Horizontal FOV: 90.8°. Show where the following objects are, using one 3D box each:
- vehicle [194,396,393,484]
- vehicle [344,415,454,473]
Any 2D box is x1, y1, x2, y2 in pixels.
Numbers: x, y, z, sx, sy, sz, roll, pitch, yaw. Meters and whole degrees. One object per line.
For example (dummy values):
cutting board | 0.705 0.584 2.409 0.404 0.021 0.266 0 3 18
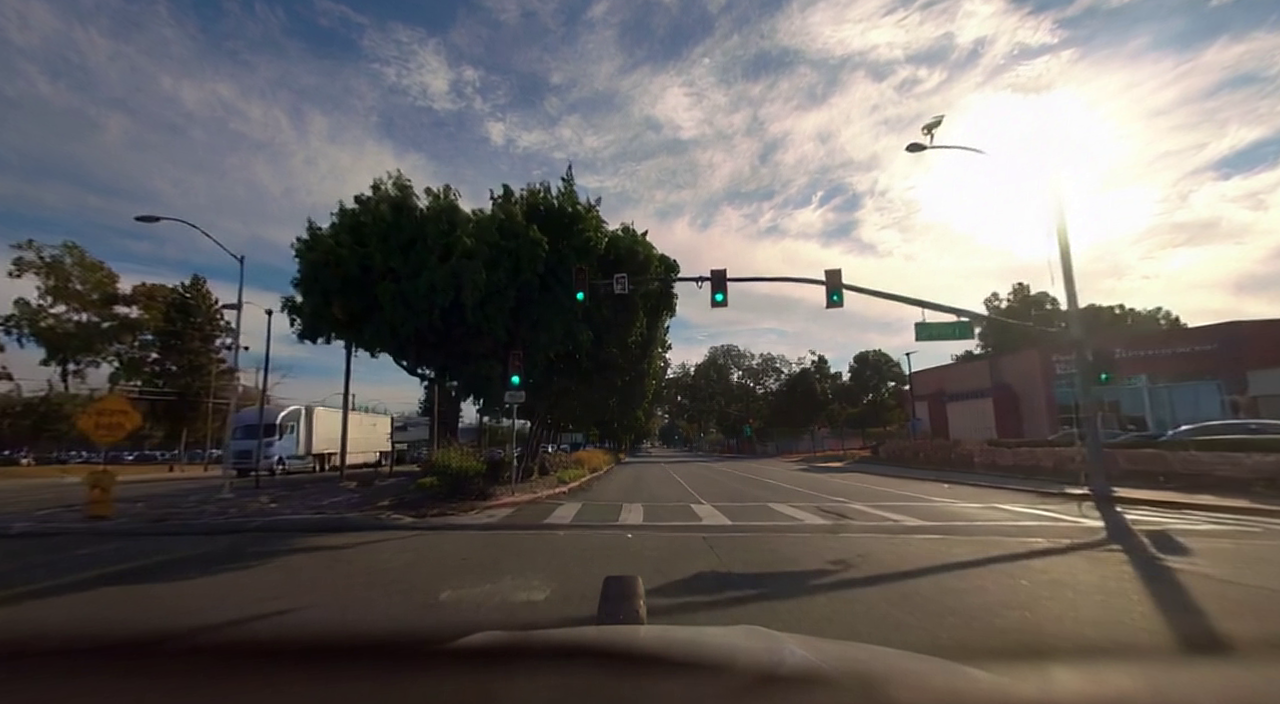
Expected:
vehicle | -17.745 4.920 34.439 2.953 3.772 14.243 0 -9 -1
vehicle | -17.821 7.058 48.254 3.044 3.826 13.690 0 -9 0
